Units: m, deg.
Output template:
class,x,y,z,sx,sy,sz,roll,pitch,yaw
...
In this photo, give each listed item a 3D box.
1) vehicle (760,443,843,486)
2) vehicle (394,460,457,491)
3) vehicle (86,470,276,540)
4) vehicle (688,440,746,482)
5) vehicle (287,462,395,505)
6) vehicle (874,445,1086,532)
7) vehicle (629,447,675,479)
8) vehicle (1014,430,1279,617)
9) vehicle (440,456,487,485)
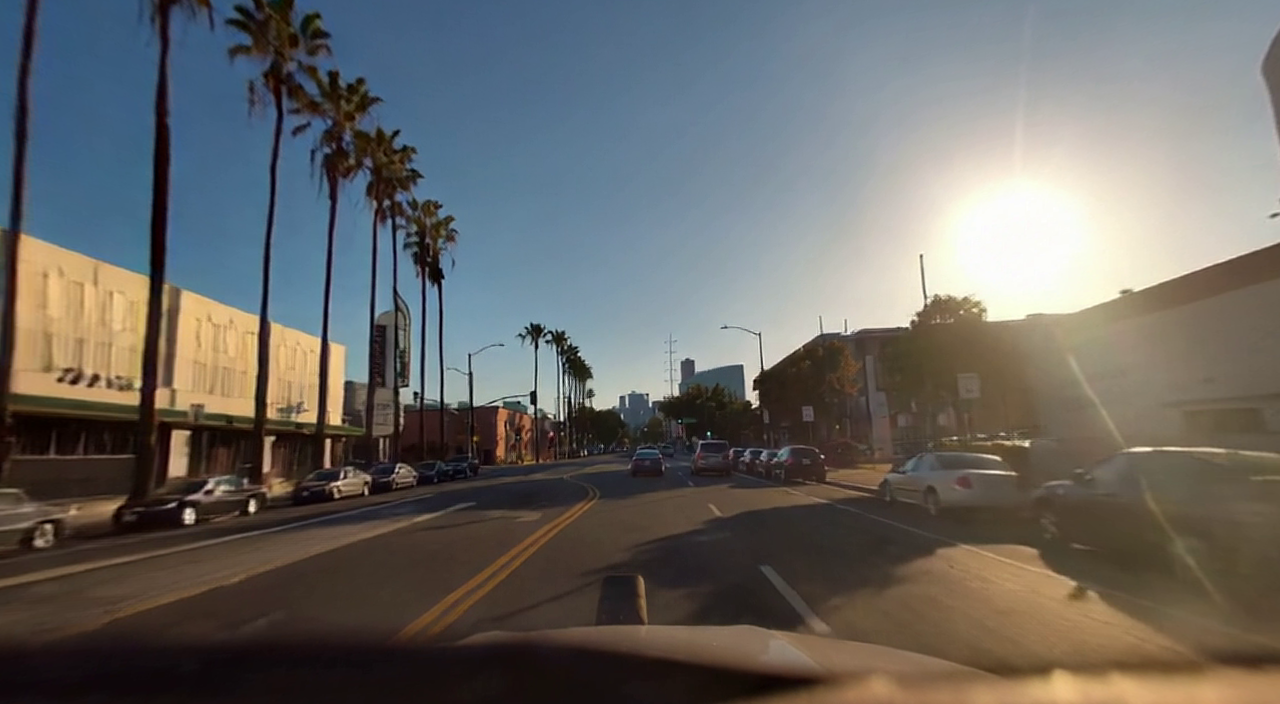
class,x,y,z,sx,sy,sz,roll,pitch,yaw
vehicle,6.746,4.736,26.949,2.174,1.643,4.860,0,-9,-1
vehicle,-11.842,6.883,35.209,1.978,1.501,4.355,-3,-11,0
vehicle,-12.471,4.147,17.642,1.949,1.470,4.532,0,-9,-1
vehicle,3.295,4.783,27.956,2.003,1.702,4.288,0,-9,0
vehicle,-12.092,5.401,25.961,2.188,1.490,4.511,-3,-12,0
vehicle,6.732,2.704,13.215,1.932,1.464,4.475,0,-9,0
vehicle,0.563,5.393,31.025,2.088,1.452,3.993,0,-9,0
vehicle,6.466,1.728,7.233,1.914,1.560,4.278,-1,-9,3
vehicle,-11.857,8.043,42.692,1.949,1.682,4.094,-3,-12,0
